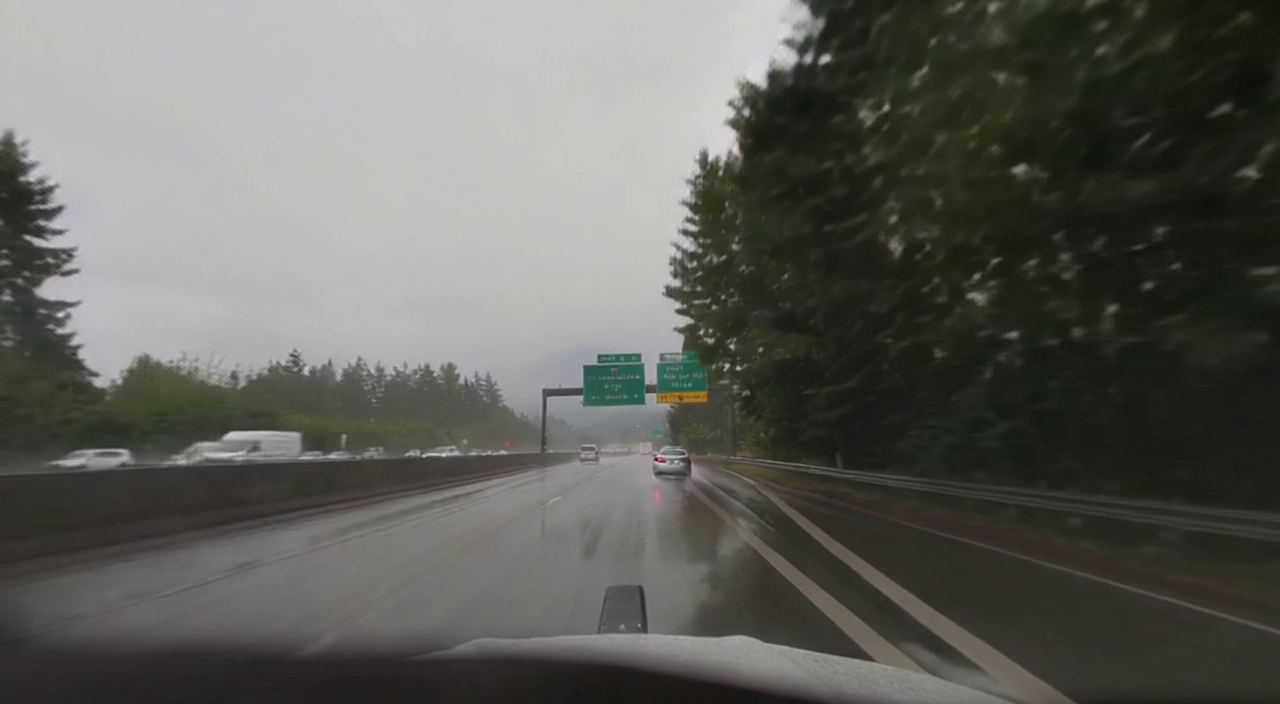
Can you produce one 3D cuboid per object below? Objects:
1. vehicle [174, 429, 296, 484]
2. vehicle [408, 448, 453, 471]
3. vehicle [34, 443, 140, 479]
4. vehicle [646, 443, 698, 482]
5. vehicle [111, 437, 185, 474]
[{"bbox_3d":[-20.887,5.439,32.934,2.343,2.581,5.934,-1,-9,0],"label":"vehicle"},{"bbox_3d":[-16.103,8.309,48.685,1.949,1.656,4.285,-1,-9,1],"label":"vehicle"},{"bbox_3d":[-33.606,6.617,38.524,2.119,2.041,4.992,0,-9,-4],"label":"vehicle"},{"bbox_3d":[1.262,4.527,26.014,1.960,1.456,3.818,-1,-9,1],"label":"vehicle"},{"bbox_3d":[-34.060,7.178,43.756,2.055,2.409,3.763,0,-9,-3],"label":"vehicle"}]
